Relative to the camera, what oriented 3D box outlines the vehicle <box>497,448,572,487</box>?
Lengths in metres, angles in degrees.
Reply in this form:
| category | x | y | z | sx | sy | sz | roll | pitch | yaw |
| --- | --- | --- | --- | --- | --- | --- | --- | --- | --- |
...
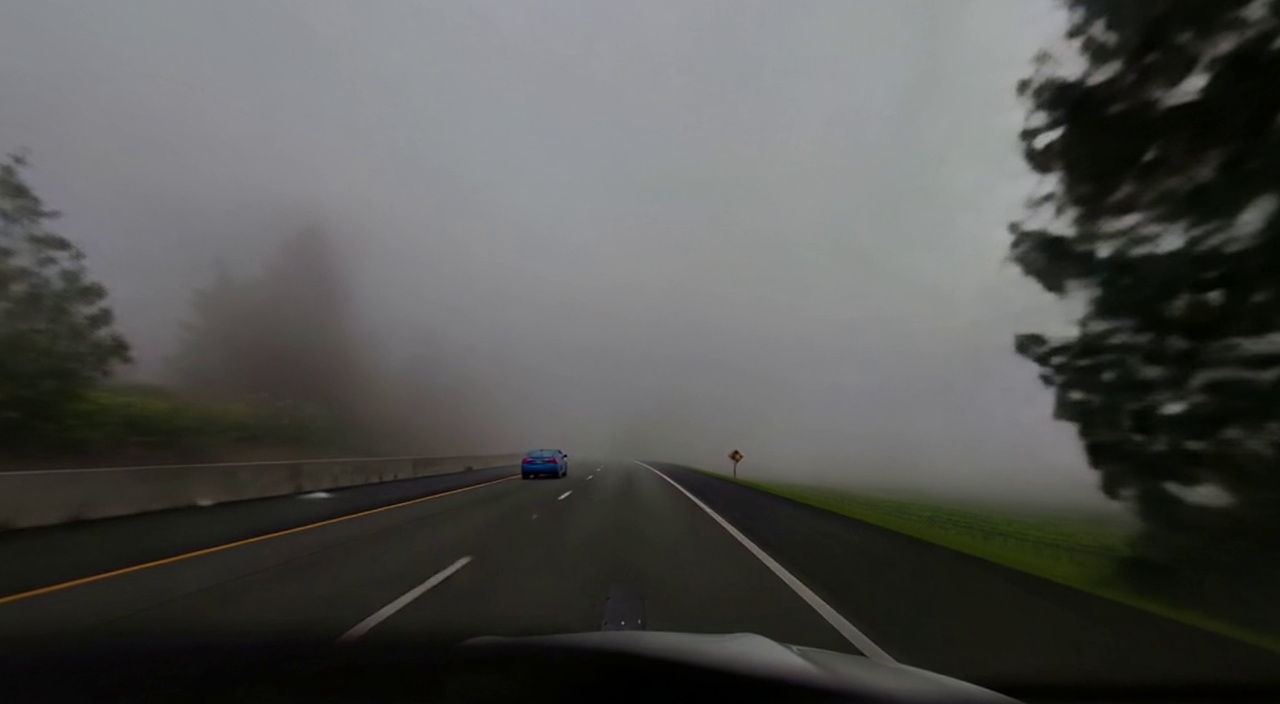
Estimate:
| category | x | y | z | sx | sy | sz | roll | pitch | yaw |
| --- | --- | --- | --- | --- | --- | --- | --- | --- | --- |
| vehicle | -4.075 | 4.543 | 25.135 | 2.126 | 1.411 | 4.433 | 0 | -9 | 1 |
